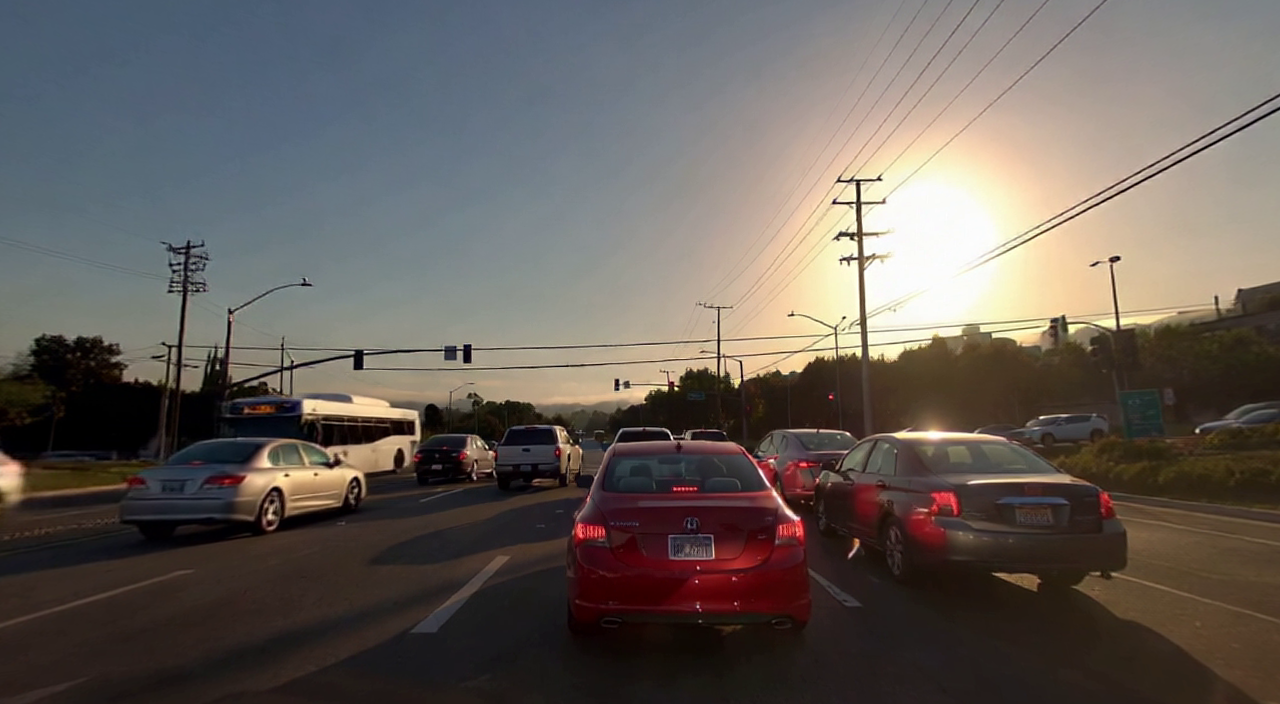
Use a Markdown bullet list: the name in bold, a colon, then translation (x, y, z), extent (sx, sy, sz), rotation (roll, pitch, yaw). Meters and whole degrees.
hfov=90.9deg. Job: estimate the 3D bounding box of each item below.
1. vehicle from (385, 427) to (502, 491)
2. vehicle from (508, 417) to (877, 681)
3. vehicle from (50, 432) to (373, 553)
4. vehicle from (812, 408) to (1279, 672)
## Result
- **vehicle**: translation (-6.262, 3.489, 20.899), extent (2.070, 1.824, 5.196), rotation (-1, -8, 2)
- **vehicle**: translation (0.280, 1.418, 5.669), extent (2.109, 1.483, 3.964), rotation (0, -8, -1)
- **vehicle**: translation (-6.404, 2.114, 10.321), extent (1.955, 1.497, 4.639), rotation (-1, -8, 1)
- **vehicle**: translation (3.130, 1.401, 5.825), extent (1.870, 1.523, 4.096), rotation (0, -8, -1)
